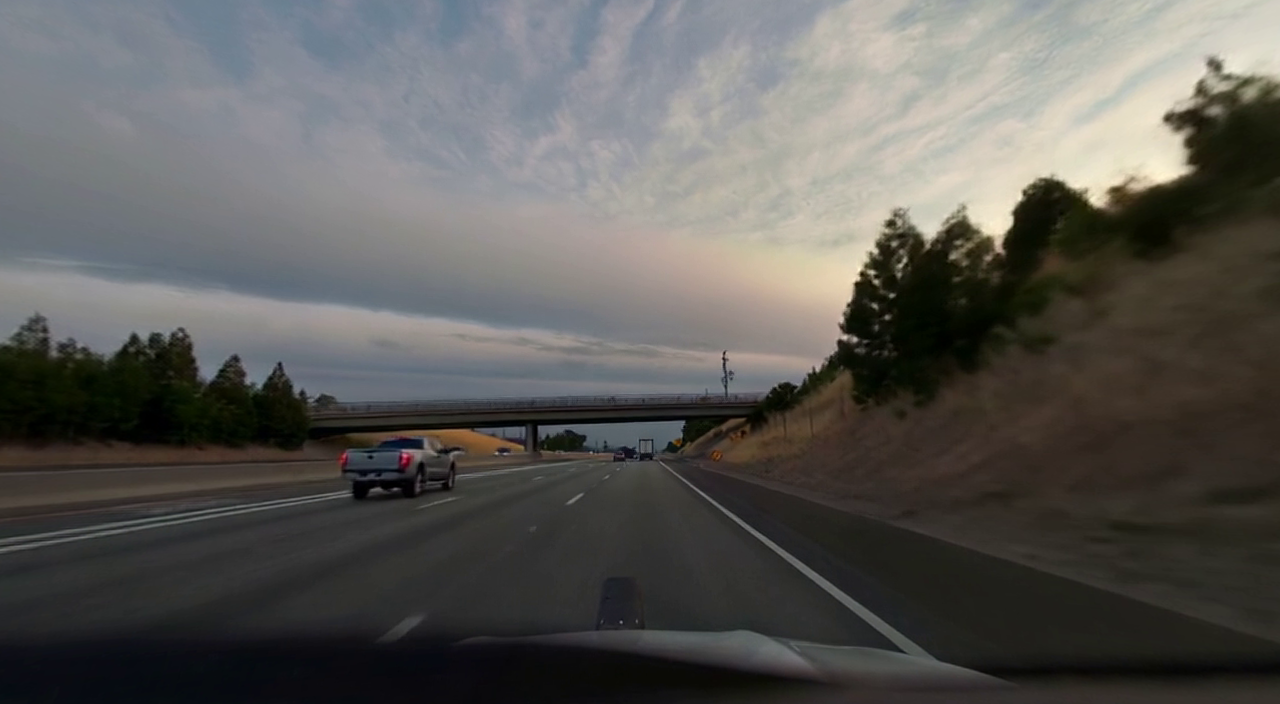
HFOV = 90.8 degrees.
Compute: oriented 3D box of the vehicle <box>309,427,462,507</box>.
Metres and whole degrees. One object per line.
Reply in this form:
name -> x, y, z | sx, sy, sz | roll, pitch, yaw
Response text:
vehicle -> -7.019, 3.257, 18.211 | 2.232, 1.947, 5.180 | 0, -9, 0
